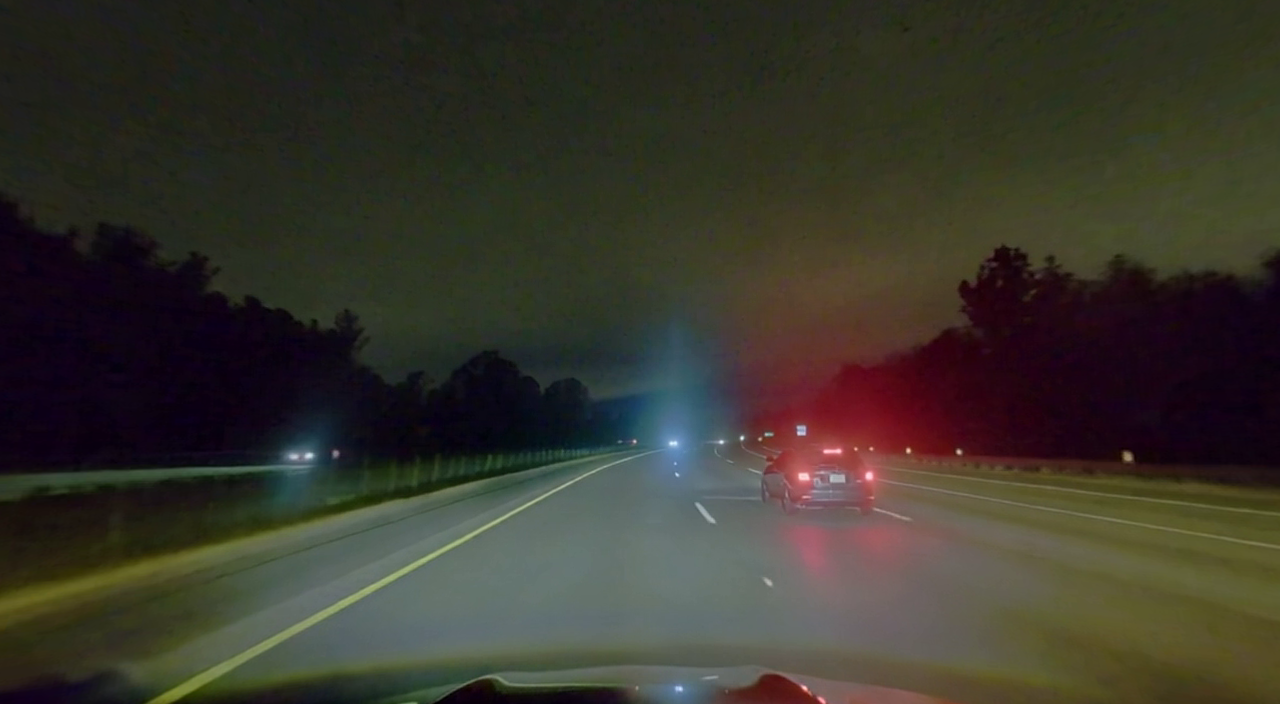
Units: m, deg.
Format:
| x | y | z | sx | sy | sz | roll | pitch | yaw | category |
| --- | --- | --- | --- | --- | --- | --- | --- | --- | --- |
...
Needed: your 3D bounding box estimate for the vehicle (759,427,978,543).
| x | y | z | sx | sy | sz | roll | pitch | yaw | category |
| --- | --- | --- | --- | --- | --- | --- | --- | --- | --- |
| 3.514 | 2.108 | 10.755 | 2.050 | 1.546 | 4.344 | 0 | -8 | -1 | vehicle |
